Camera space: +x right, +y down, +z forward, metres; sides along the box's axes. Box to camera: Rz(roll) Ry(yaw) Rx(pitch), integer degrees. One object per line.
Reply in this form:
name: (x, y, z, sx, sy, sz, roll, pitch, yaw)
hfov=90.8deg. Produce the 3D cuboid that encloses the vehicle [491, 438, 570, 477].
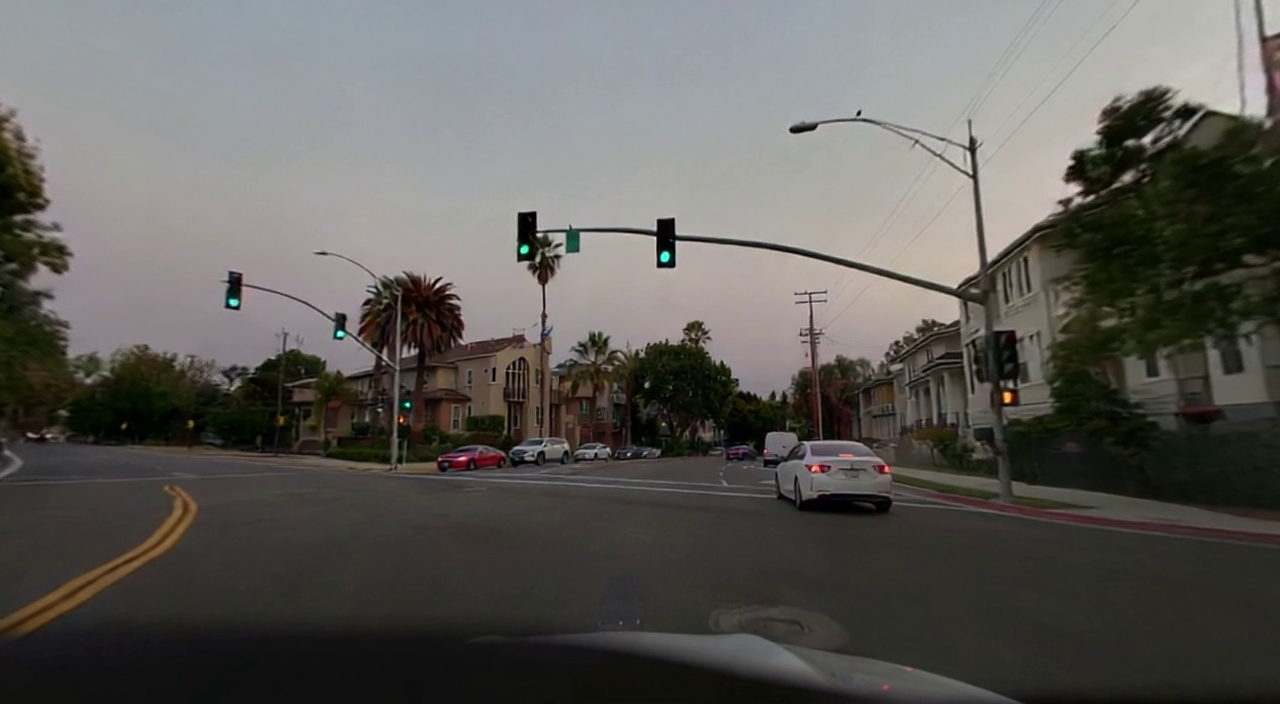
vehicle: (-5.085, 4.961, 30.134, 1.959, 1.515, 4.668, -2, -6, 14)

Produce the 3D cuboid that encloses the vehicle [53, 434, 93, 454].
vehicle: (-42.533, 6.895, 47.319, 2.013, 1.442, 4.173, 7, -11, -42)

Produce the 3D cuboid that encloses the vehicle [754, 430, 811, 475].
vehicle: (6.725, 4.787, 30.298, 2.109, 2.002, 4.424, -1, -8, 6)

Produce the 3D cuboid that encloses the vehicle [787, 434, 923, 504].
vehicle: (5.377, 2.976, 16.546, 2.096, 1.552, 4.519, 0, -8, 2)

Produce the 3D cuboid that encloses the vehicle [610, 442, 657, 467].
vehicle: (-0.418, 7.468, 46.268, 2.081, 1.453, 4.698, -5, -7, 16)

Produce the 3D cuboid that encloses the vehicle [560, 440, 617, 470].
vehicle: (-2.916, 5.928, 36.649, 1.852, 1.498, 4.238, -5, -9, 16)

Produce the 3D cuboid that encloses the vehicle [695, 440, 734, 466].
vehicle: (4.805, 6.434, 40.450, 1.923, 1.576, 4.026, -2, -9, 14)

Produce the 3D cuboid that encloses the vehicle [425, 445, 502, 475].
vehicle: (-8.582, 5.245, 31.013, 1.891, 1.358, 3.828, -2, -9, 16)
